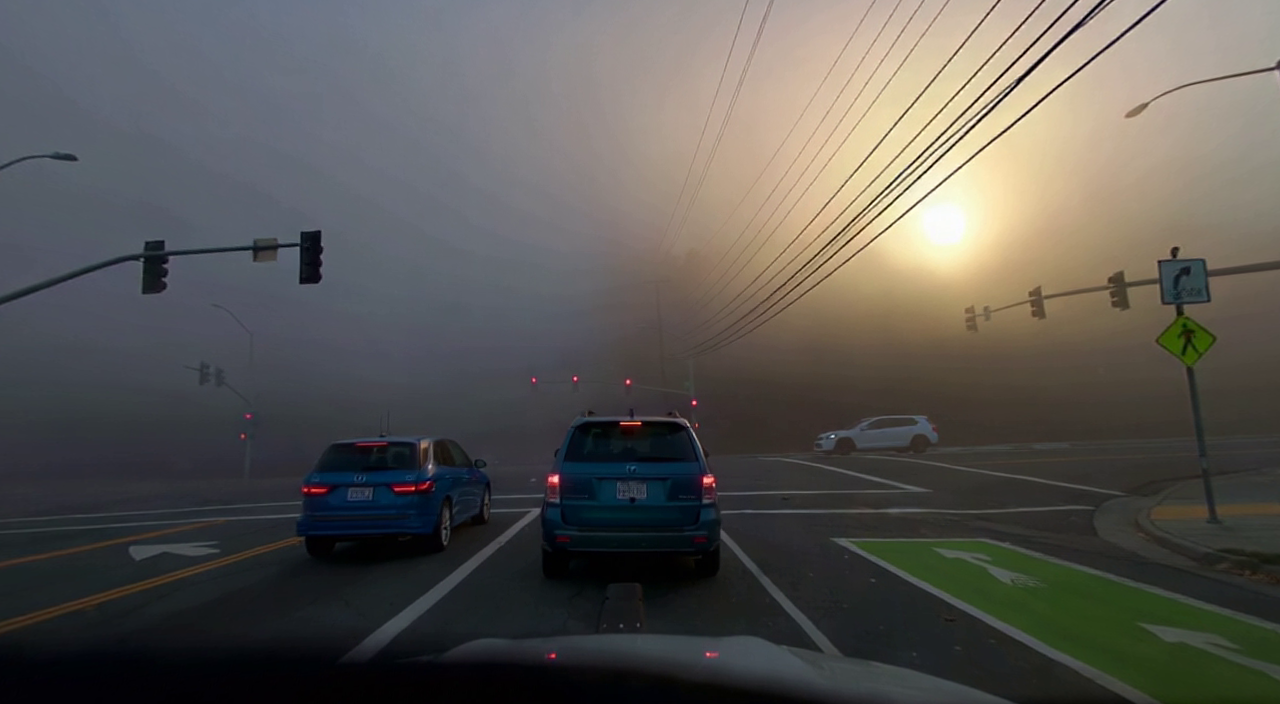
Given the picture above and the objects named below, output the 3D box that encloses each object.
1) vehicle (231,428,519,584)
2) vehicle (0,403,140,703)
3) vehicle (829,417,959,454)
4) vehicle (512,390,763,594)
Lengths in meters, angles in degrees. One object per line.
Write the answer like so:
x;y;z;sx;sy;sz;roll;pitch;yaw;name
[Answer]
-2.925;1.767;8.009;1.969;1.486;3.702;0;-8;1;vehicle
-3.350;0.662;0.449;1.928;1.488;4.936;0;-8;0;vehicle
13.861;4.606;34.812;6.143;1.944;2.229;-1;-8;5;vehicle
-0.053;1.520;7.616;2.182;1.773;4.041;0;-8;-1;vehicle
